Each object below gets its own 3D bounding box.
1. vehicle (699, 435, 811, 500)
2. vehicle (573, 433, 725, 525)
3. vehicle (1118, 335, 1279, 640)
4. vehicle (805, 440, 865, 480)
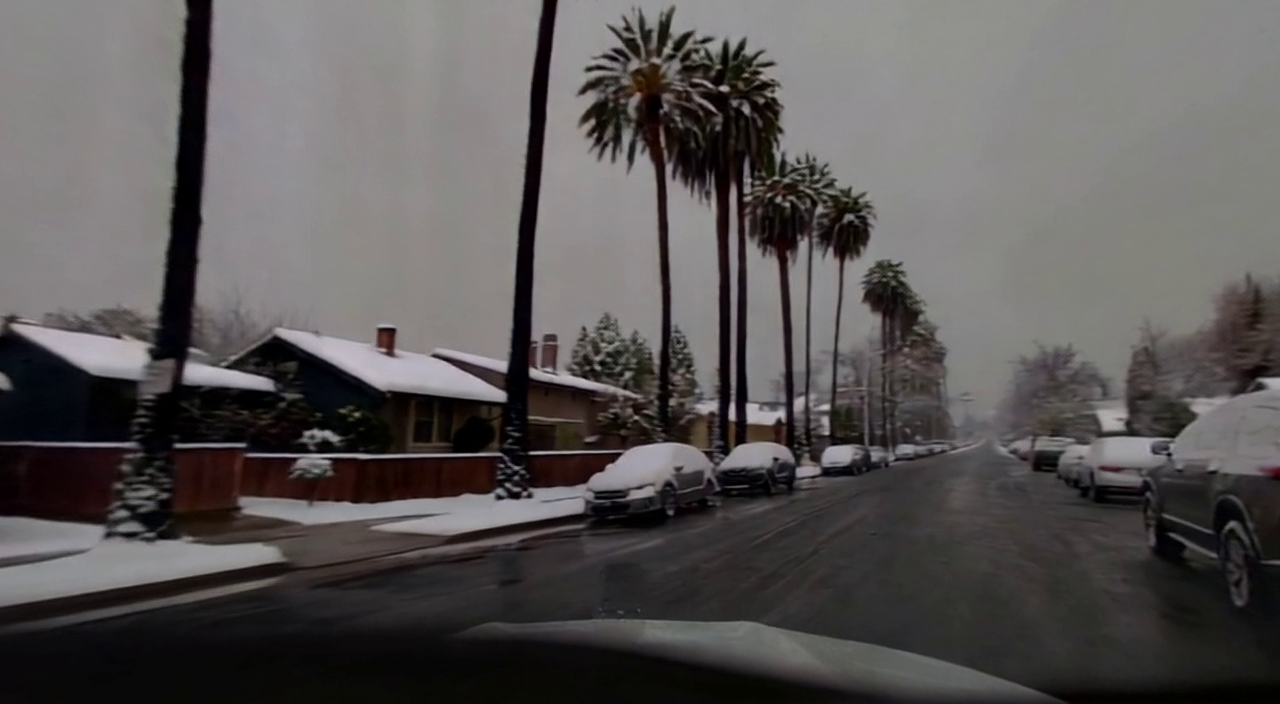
[{"bbox_3d":[3.929,3.681,20.755,2.020,1.819,5.168,-5,-10,28],"label":"vehicle"},{"bbox_3d":[0.339,2.685,13.947,1.816,1.697,3.777,-4,-9,27],"label":"vehicle"},{"bbox_3d":[7.226,1.306,6.466,2.649,2.232,6.576,-5,-9,29],"label":"vehicle"},{"bbox_3d":[9.790,5.359,31.547,1.947,1.803,4.381,-7,-11,27],"label":"vehicle"}]
